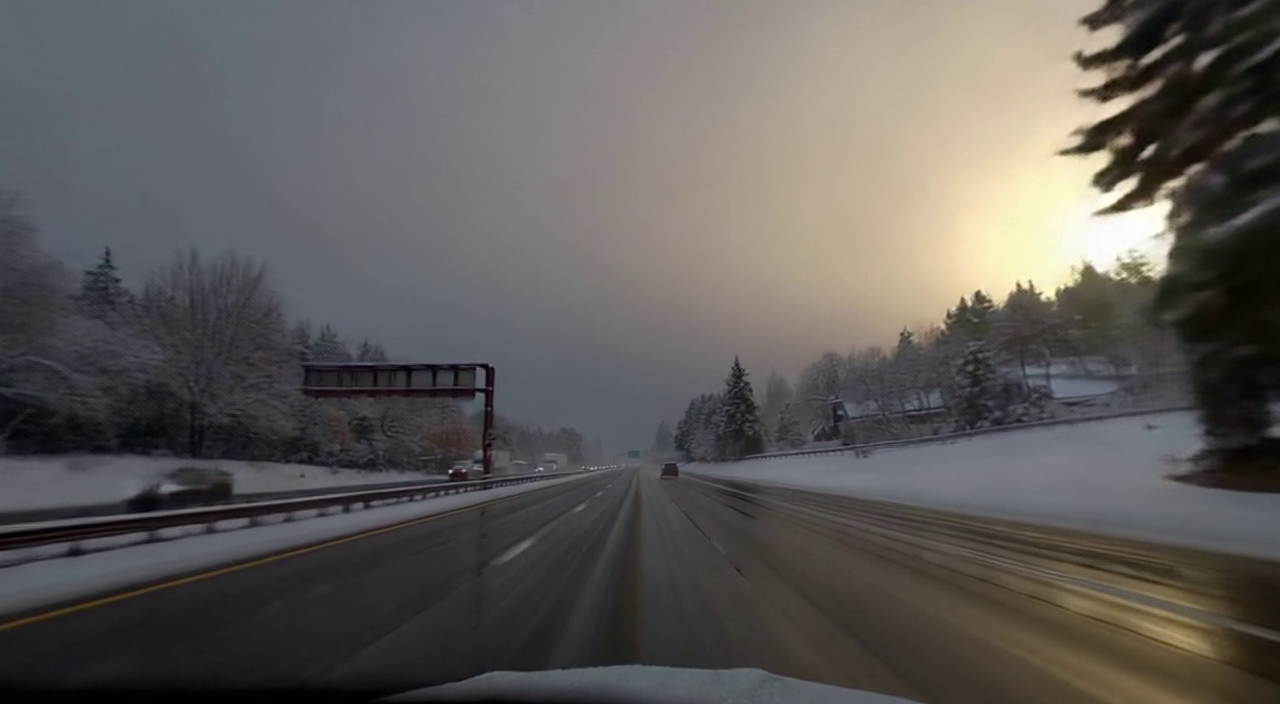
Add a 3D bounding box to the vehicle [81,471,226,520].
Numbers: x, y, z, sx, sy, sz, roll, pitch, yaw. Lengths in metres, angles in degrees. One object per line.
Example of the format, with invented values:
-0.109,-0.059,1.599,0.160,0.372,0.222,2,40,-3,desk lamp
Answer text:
-16.007,4.704,21.010,1.878,1.427,3.636,1,-11,0,vehicle
